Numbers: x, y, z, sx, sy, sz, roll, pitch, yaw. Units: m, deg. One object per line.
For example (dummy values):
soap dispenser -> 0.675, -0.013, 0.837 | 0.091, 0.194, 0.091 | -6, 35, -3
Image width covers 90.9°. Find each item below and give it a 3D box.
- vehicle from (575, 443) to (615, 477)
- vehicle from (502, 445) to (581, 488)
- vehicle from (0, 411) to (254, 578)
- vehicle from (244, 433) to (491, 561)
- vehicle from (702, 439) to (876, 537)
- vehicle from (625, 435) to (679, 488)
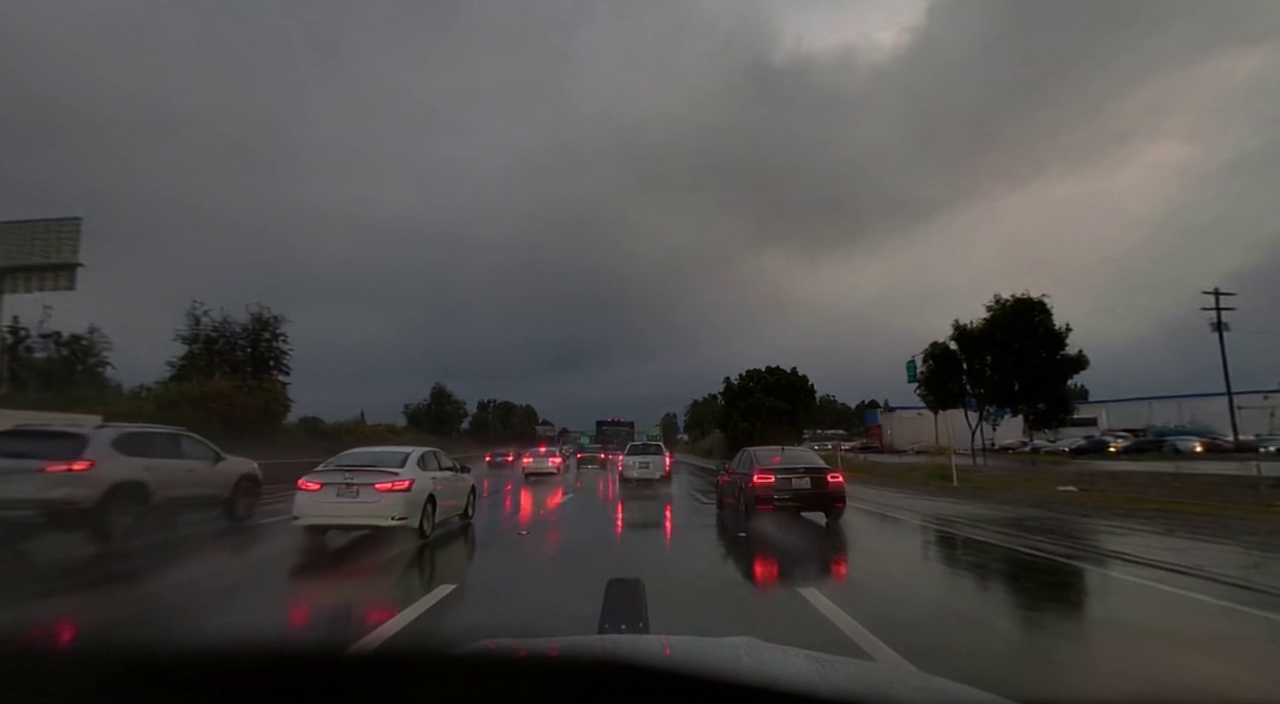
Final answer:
vehicle -> -2.363, 5.501, 32.283 | 1.937, 1.601, 3.798 | 1, -9, -6
vehicle -> -3.611, 4.283, 23.998 | 2.132, 1.464, 4.481 | 0, -9, 2
vehicle -> -7.645, 1.778, 8.581 | 2.065, 1.692, 4.475 | 0, -9, -3
vehicle -> -3.740, 2.048, 9.630 | 1.883, 1.500, 4.161 | 0, -9, 0
vehicle -> 2.506, 2.417, 11.929 | 2.018, 1.470, 4.491 | 0, -9, -3
vehicle -> 0.338, 3.429, 19.904 | 1.537, 1.507, 3.424 | 0, -9, 0
